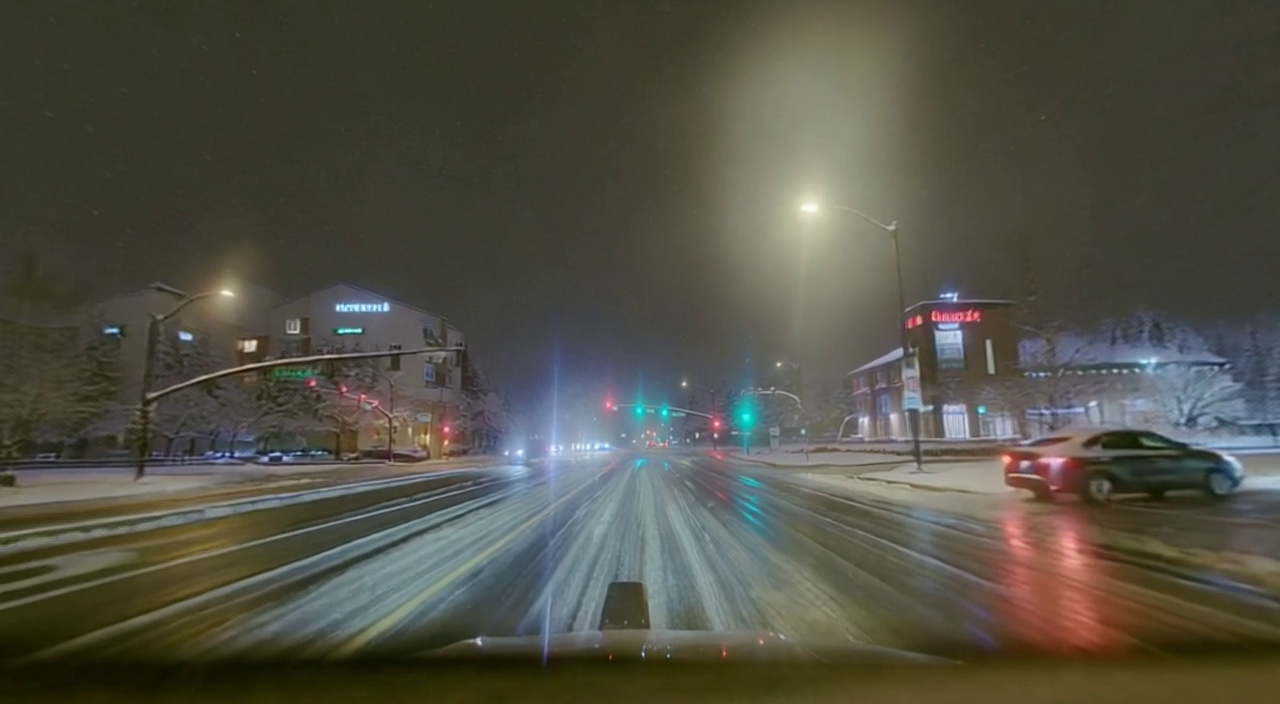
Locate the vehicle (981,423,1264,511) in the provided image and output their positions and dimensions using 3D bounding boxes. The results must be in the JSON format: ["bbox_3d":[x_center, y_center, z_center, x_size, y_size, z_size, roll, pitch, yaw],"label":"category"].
[{"bbox_3d":[9.452,2.277,12.683,4.007,1.591,1.915,-1,-8,3],"label":"vehicle"}]

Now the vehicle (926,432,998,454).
[{"bbox_3d":[22.447,6.323,43.950,4.694,1.481,1.884,4,-9,-25],"label":"vehicle"}]
